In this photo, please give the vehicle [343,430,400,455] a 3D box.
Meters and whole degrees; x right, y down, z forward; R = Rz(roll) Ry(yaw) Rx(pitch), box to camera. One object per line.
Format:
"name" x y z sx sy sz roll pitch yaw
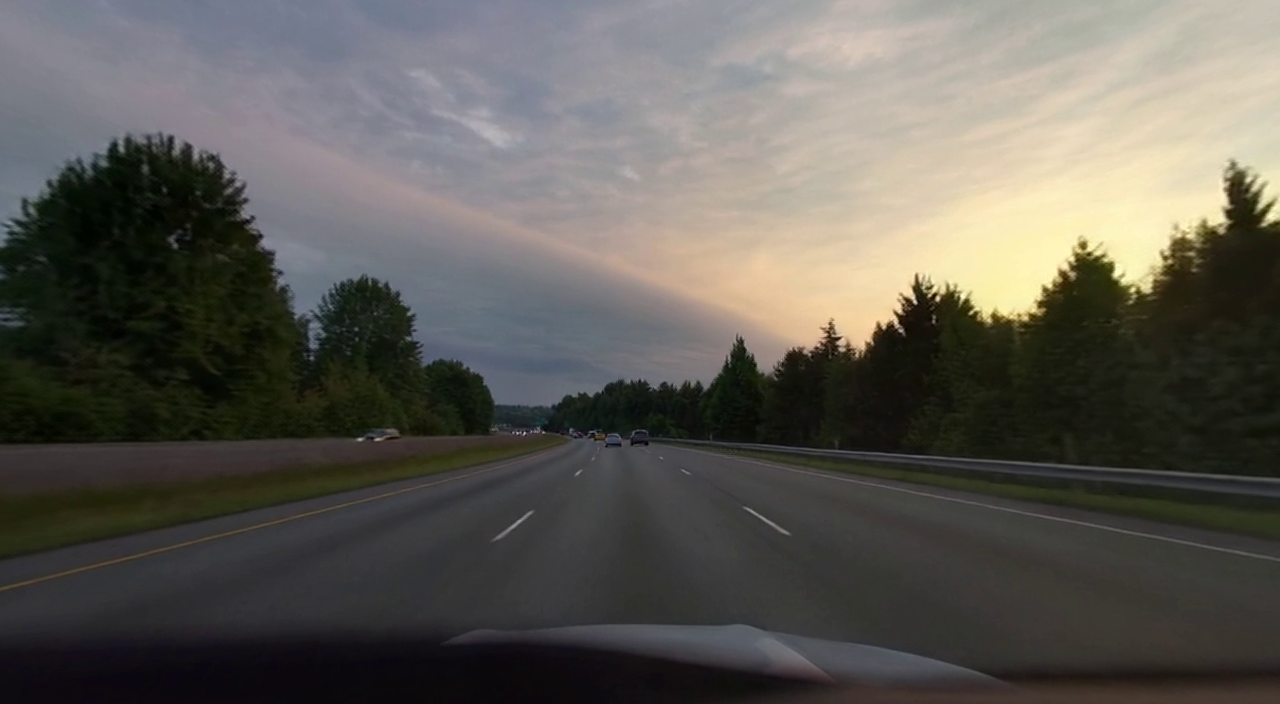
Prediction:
"vehicle" -17.226 5.816 40.652 1.866 1.470 4.435 0 -8 -2
